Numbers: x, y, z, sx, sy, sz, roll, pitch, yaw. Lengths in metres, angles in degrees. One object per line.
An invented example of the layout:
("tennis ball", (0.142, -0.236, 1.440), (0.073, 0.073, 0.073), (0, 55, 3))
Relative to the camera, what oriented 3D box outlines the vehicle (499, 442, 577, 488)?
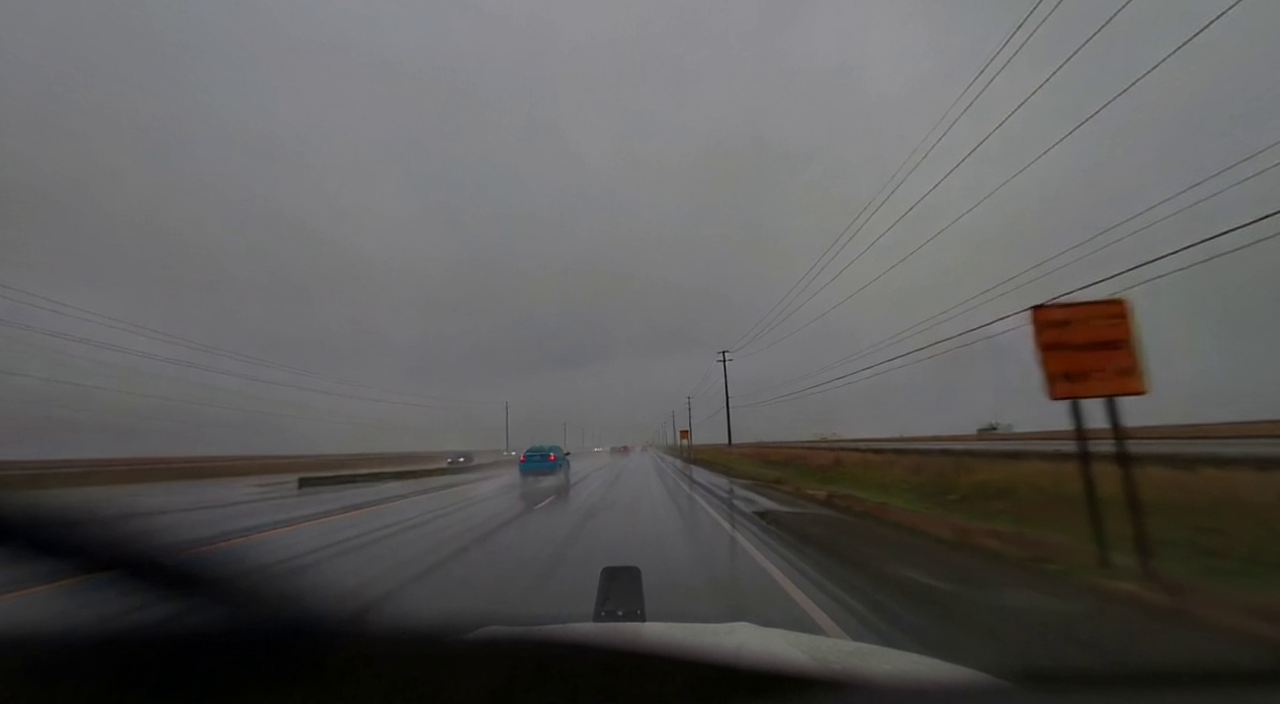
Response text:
("vehicle", (-3.694, 4.206, 23.700), (2.106, 1.543, 4.465), (0, -9, 1))
